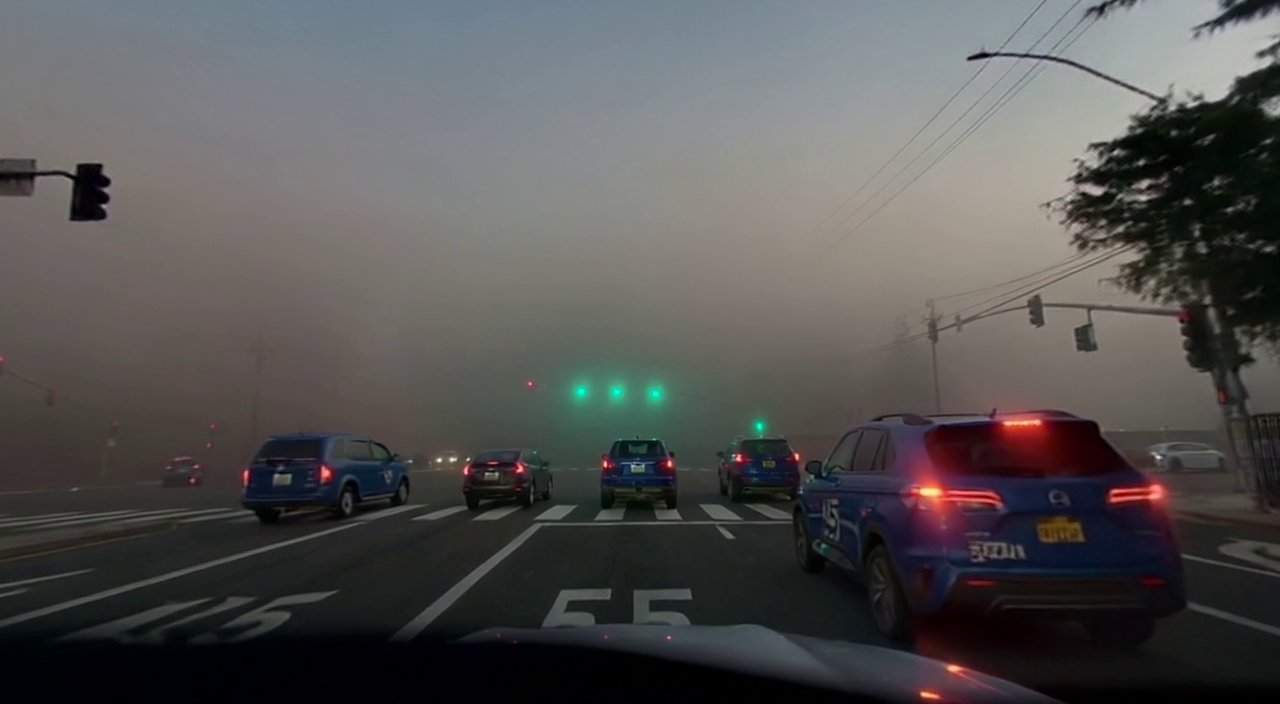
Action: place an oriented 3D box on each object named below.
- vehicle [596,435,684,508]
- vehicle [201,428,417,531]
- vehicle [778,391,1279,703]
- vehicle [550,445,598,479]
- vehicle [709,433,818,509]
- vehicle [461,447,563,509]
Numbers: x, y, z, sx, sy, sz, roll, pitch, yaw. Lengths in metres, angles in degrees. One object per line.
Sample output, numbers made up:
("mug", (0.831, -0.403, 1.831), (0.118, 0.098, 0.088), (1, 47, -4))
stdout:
("vehicle", (0.001, 3.172, 17.188), (2.111, 1.712, 4.078), (0, -9, 0))
("vehicle", (-6.703, 2.615, 13.580), (2.116, 1.812, 4.609), (0, -9, 0))
("vehicle", (2.781, 1.374, 5.672), (2.034, 1.655, 4.465), (0, -9, 0))
("vehicle", (-3.389, 5.730, 33.225), (1.939, 1.652, 4.268), (0, -9, 2))
("vehicle", (3.199, 3.175, 17.365), (1.999, 1.789, 4.583), (0, -9, -1))
("vehicle", (-3.355, 3.387, 17.496), (1.881, 1.466, 4.484), (0, -9, 0))
